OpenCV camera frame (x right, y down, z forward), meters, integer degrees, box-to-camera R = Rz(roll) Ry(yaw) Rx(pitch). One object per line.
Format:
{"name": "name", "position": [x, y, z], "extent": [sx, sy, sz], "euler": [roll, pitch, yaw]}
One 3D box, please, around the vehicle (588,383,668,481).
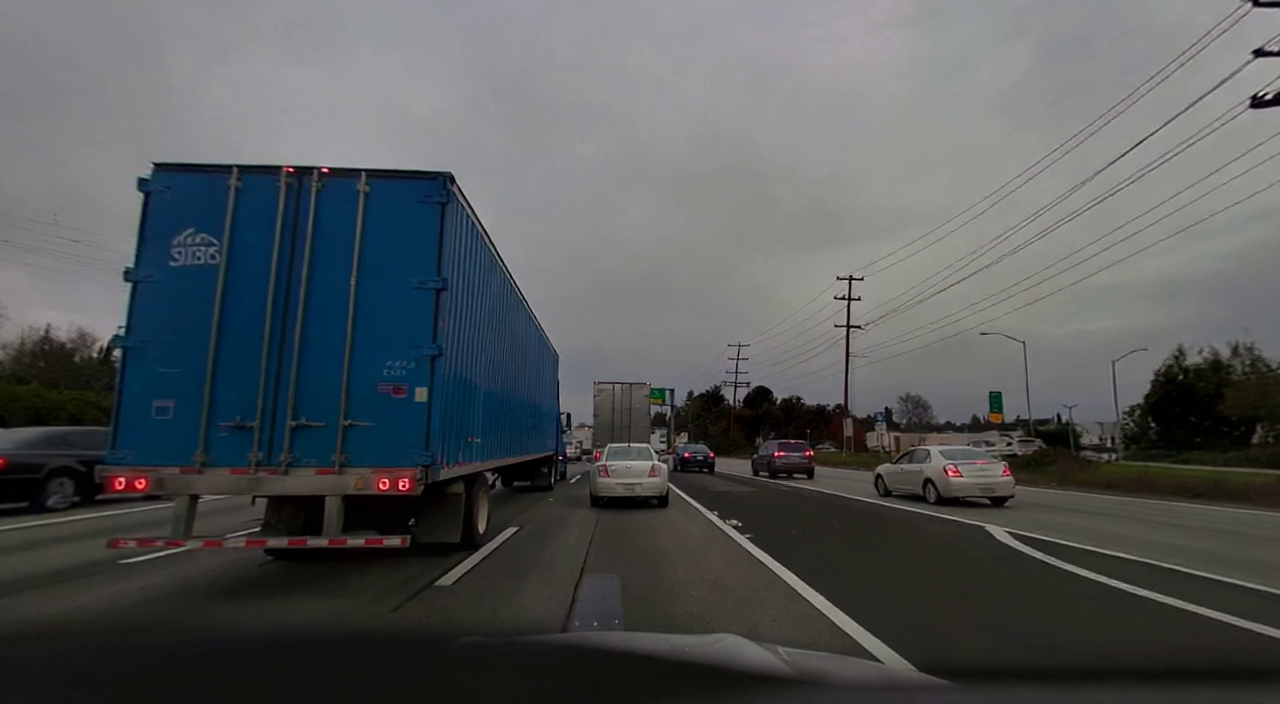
{"name": "vehicle", "position": [-0.720, 3.530, 27.170], "extent": [2.909, 3.518, 8.262], "euler": [1, -9, -4]}

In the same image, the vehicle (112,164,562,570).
{"name": "vehicle", "position": [-4.179, 1.418, 15.572], "extent": [3.150, 4.298, 17.928], "euler": [0, -9, -3]}

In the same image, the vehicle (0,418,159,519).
{"name": "vehicle", "position": [-11.803, 2.105, 11.608], "extent": [2.148, 1.678, 4.851], "euler": [0, -9, -1]}

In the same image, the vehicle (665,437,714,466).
{"name": "vehicle", "position": [3.019, 6.181, 39.350], "extent": [1.984, 1.662, 4.469], "euler": [2, -9, -10]}

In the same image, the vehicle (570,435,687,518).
{"name": "vehicle", "position": [-0.289, 2.556, 13.437], "extent": [2.112, 1.463, 4.012], "euler": [0, -9, -2]}

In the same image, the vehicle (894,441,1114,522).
{"name": "vehicle", "position": [7.325, 2.609, 13.323], "extent": [1.878, 1.406, 4.164], "euler": [1, -9, -5]}

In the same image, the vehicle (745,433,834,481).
{"name": "vehicle", "position": [5.668, 4.053, 24.566], "extent": [2.023, 1.676, 4.002], "euler": [1, -9, -8]}
